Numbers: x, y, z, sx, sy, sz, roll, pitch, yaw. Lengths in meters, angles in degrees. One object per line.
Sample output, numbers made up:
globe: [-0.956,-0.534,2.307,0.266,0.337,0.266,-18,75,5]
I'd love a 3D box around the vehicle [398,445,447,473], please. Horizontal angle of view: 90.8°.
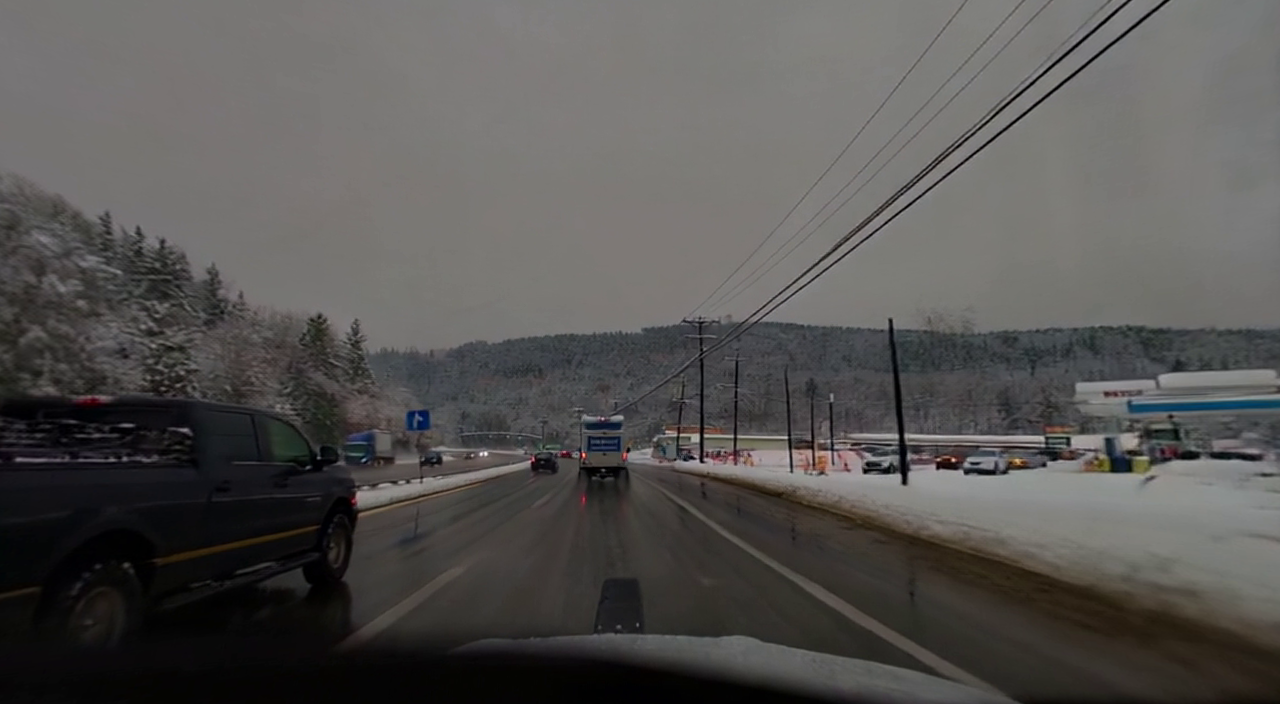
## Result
vehicle: [-15.514,7.667,45.417,2.094,1.872,5.085,1,-9,-5]

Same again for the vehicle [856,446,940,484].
vehicle: [14.230,6.111,34.689,5.331,1.917,2.166,8,-12,-42]

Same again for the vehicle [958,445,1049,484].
vehicle: [19.010,5.813,32.938,5.424,1.844,2.255,7,-11,-40]

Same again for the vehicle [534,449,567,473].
vehicle: [-6.027,7.370,43.026,1.972,1.496,4.150,1,-9,-5]

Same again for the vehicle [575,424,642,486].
vehicle: [-1.311,4.254,26.264,2.486,2.280,5.291,0,-9,-3]

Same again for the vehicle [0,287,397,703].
vehicle: [-3.953,0.991,4.385,2.345,2.012,5.693,0,-9,-1]
